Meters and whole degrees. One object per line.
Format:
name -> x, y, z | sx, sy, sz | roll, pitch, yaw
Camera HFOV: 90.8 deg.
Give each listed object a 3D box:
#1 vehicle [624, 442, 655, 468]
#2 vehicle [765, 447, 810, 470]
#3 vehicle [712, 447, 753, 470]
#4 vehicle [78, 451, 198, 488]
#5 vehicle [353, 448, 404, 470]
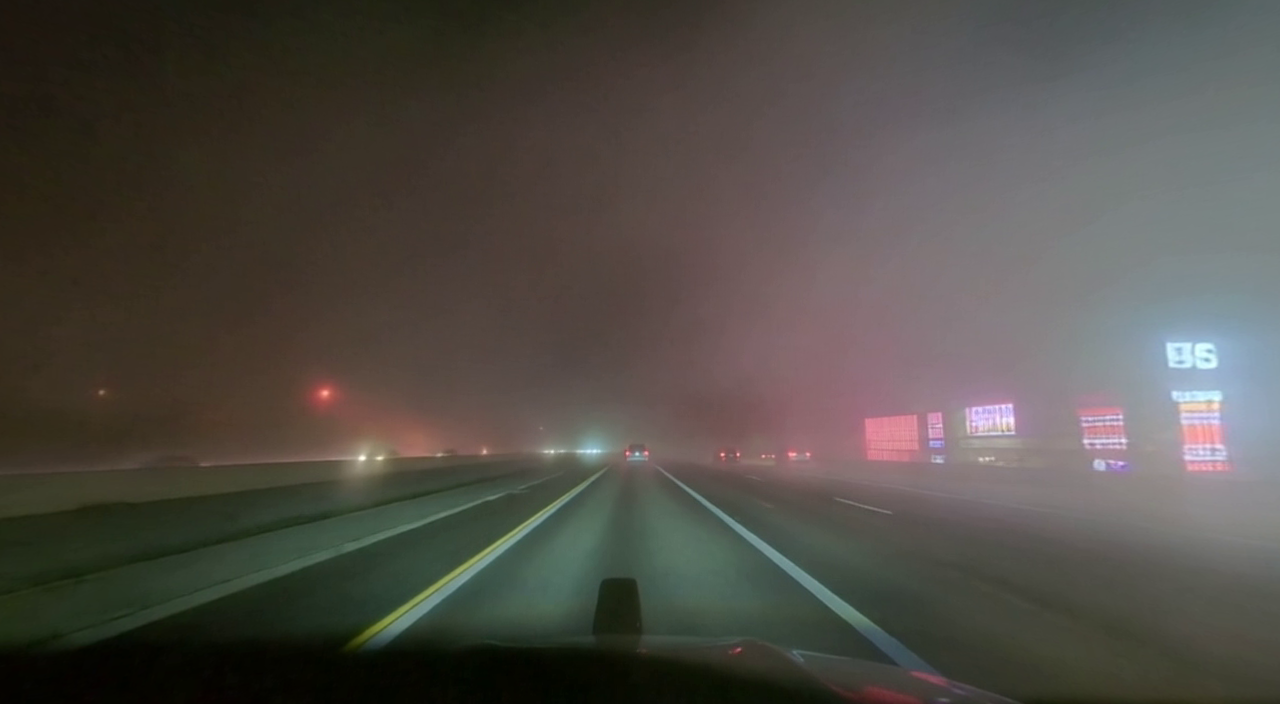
vehicle -> -0.097, 7.836, 48.267 | 2.154, 1.786, 5.045 | 0, -9, -2
vehicle -> 10.180, 7.367, 44.015 | 1.953, 1.473, 4.512 | 0, -9, -2
vehicle -> 6.317, 7.277, 43.553 | 1.976, 1.477, 4.448 | 0, -9, -2
vehicle -> -22.603, 5.273, 28.710 | 1.828, 1.461, 4.468 | 0, -9, -2
vehicle -> -19.118, 7.815, 46.387 | 1.886, 1.478, 4.535 | 0, -9, 0
